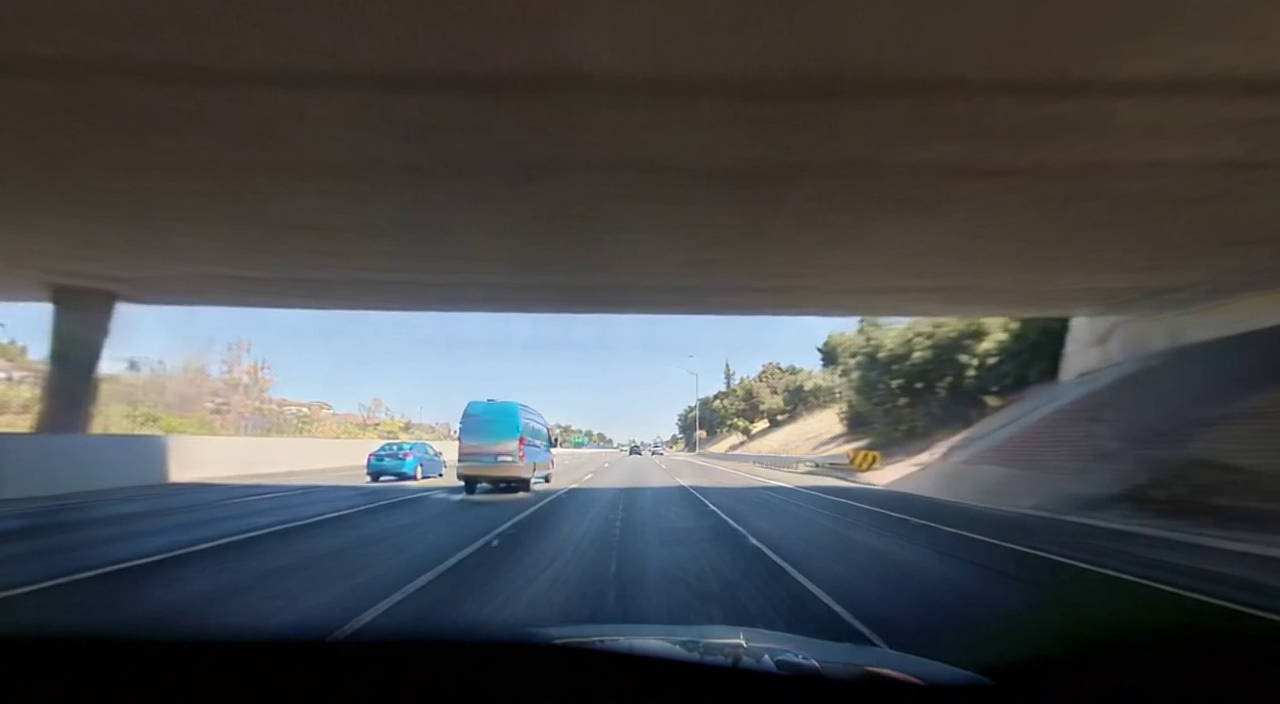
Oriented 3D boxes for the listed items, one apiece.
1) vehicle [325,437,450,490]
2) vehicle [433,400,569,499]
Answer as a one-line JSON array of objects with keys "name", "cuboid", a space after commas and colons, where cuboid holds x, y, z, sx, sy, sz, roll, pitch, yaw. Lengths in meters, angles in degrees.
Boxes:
[{"name": "vehicle", "cuboid": [-7.903, 3.518, 20.253, 1.987, 1.490, 4.781, 0, -8, 1]}, {"name": "vehicle", "cuboid": [-3.472, 2.636, 17.104, 2.372, 2.248, 5.393, 0, -9, 1]}]
